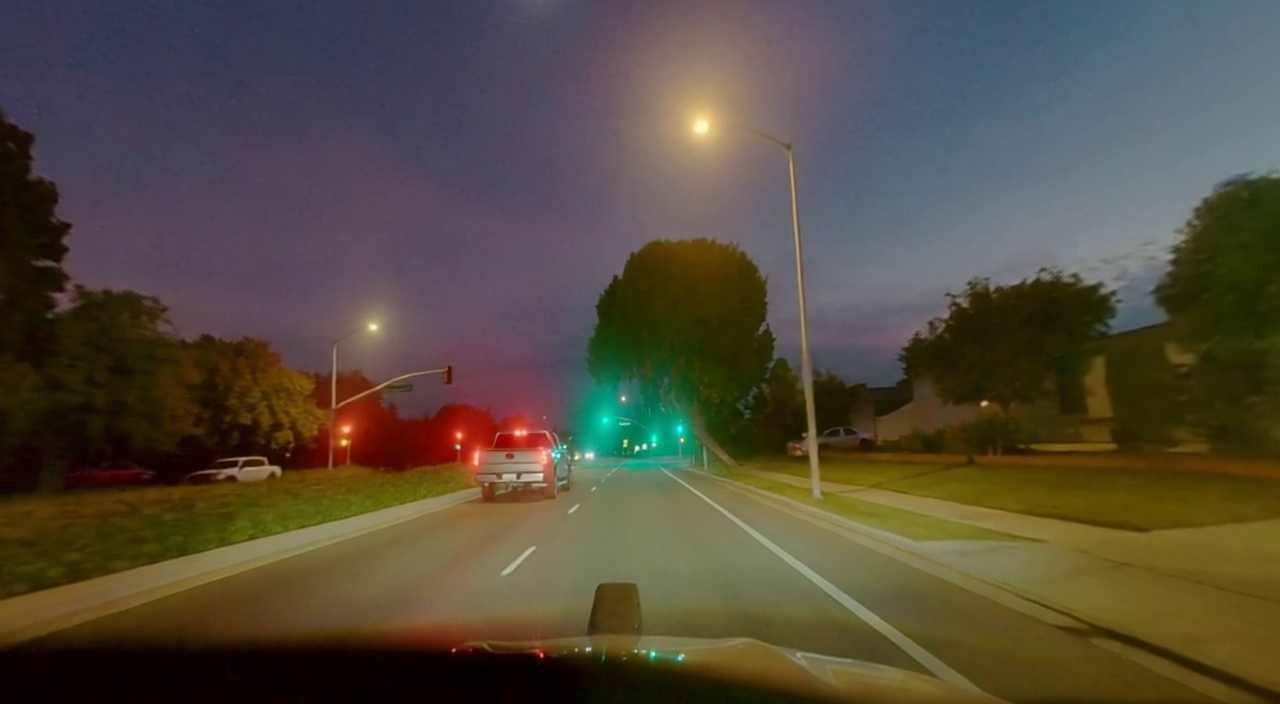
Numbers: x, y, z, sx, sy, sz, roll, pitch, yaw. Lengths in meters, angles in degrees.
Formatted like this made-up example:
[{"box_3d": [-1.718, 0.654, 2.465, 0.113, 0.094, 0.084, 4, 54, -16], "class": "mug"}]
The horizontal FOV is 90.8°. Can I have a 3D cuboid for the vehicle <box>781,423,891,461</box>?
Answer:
[{"box_3d": [10.089, 4.690, 32.785, 4.882, 1.839, 2.243, 1, -9, -6], "class": "vehicle"}]

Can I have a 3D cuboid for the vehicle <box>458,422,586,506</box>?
[{"box_3d": [-3.140, 3.191, 18.412, 2.508, 2.001, 5.880, -1, -9, 1], "class": "vehicle"}]

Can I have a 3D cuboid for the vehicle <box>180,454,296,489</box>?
[{"box_3d": [-21.228, 6.316, 33.528, 4.669, 1.745, 2.156, -1, -9, 1], "class": "vehicle"}]

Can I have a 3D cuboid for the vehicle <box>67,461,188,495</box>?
[{"box_3d": [-26.867, 6.598, 33.250, 4.497, 1.634, 1.991, 0, -9, -3], "class": "vehicle"}]
